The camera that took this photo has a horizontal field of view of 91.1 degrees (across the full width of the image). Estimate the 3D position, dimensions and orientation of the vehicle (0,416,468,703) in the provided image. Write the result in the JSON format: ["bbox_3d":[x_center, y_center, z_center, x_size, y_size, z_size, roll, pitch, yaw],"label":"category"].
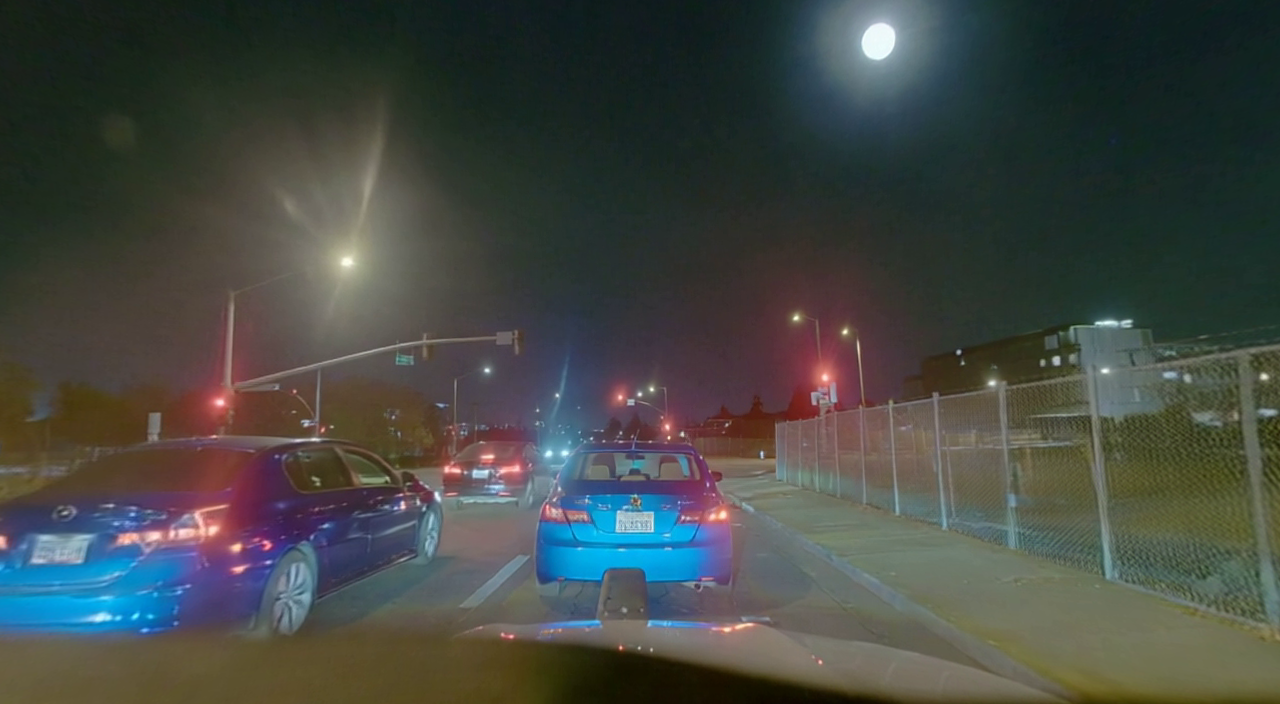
[{"bbox_3d":[-3.197,1.422,5.522,1.971,1.488,4.581,0,-9,1],"label":"vehicle"}]

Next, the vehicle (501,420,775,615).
[{"bbox_3d":[-0.014,1.605,7.025,2.144,1.514,4.063,0,-9,0],"label":"vehicle"}]
